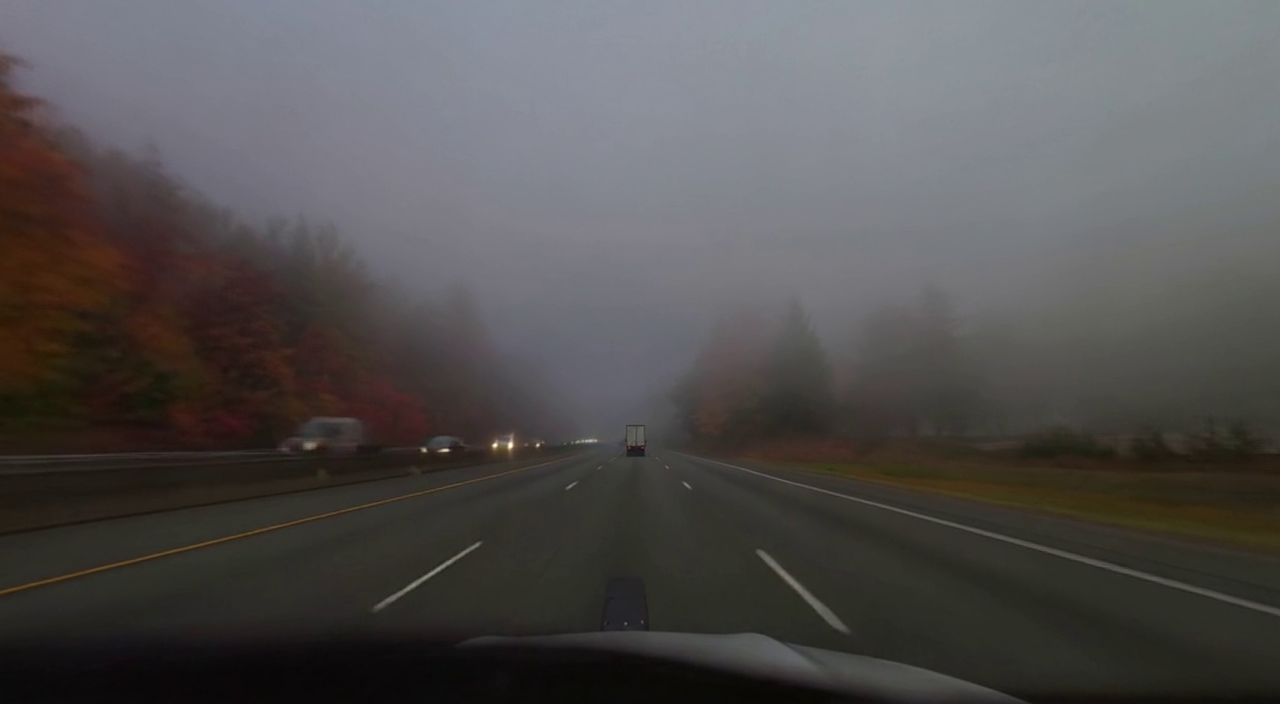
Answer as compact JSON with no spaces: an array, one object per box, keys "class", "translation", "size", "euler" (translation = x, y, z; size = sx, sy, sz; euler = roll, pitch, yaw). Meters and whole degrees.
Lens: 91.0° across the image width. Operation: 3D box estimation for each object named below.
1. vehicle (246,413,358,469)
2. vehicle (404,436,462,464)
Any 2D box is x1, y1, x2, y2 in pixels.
[{"class":"vehicle","translation":[-15.350,4.102,28.998],"size":[2.252,2.301,5.183],"euler":[0,-8,0]},{"class":"vehicle","translation":[-11.763,5.597,36.034],"size":[1.870,1.491,4.088],"euler":[0,-8,0]}]
